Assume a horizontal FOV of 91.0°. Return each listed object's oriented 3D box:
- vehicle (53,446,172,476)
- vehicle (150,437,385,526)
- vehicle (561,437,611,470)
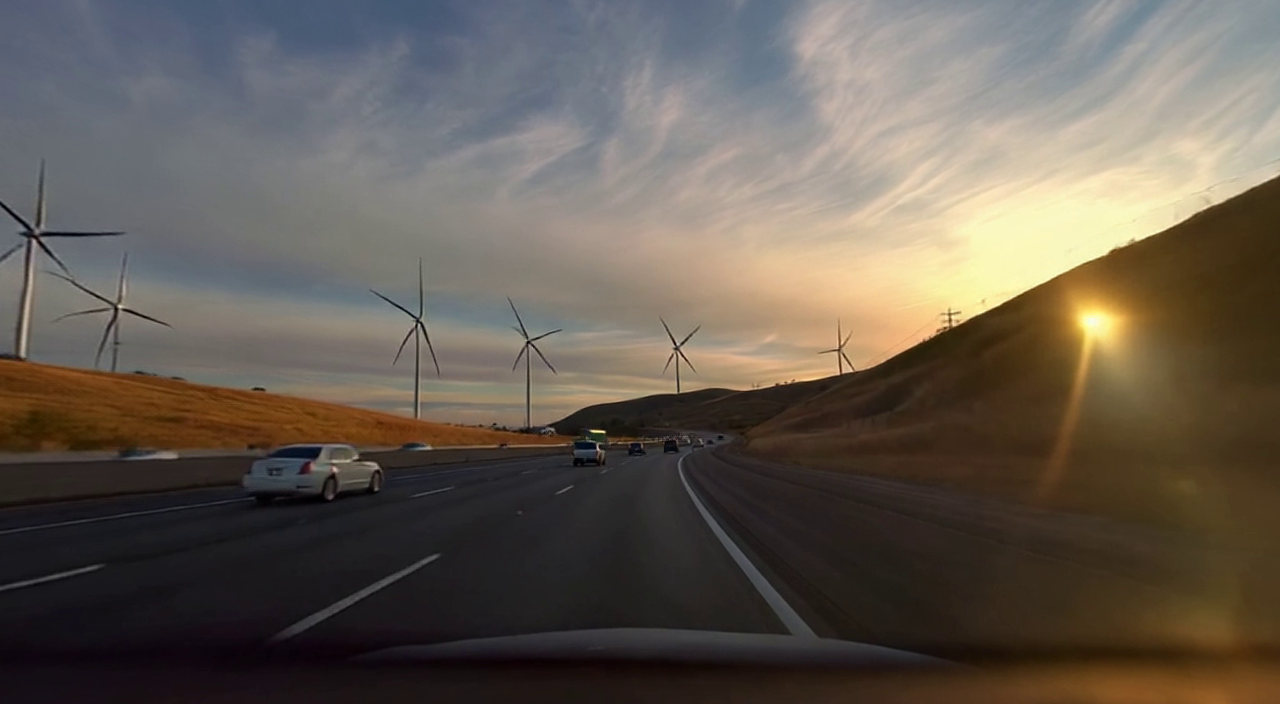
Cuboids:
[{"bbox_3d":[-28.053,5.771,33.745,2.050,1.470,4.909,0,-9,1],"label":"vehicle"},{"bbox_3d":[-7.523,2.629,13.477,2.015,1.537,4.728,0,-9,2],"label":"vehicle"},{"bbox_3d":[-2.929,5.632,35.061,2.118,1.702,4.355,-1,-9,4],"label":"vehicle"}]
